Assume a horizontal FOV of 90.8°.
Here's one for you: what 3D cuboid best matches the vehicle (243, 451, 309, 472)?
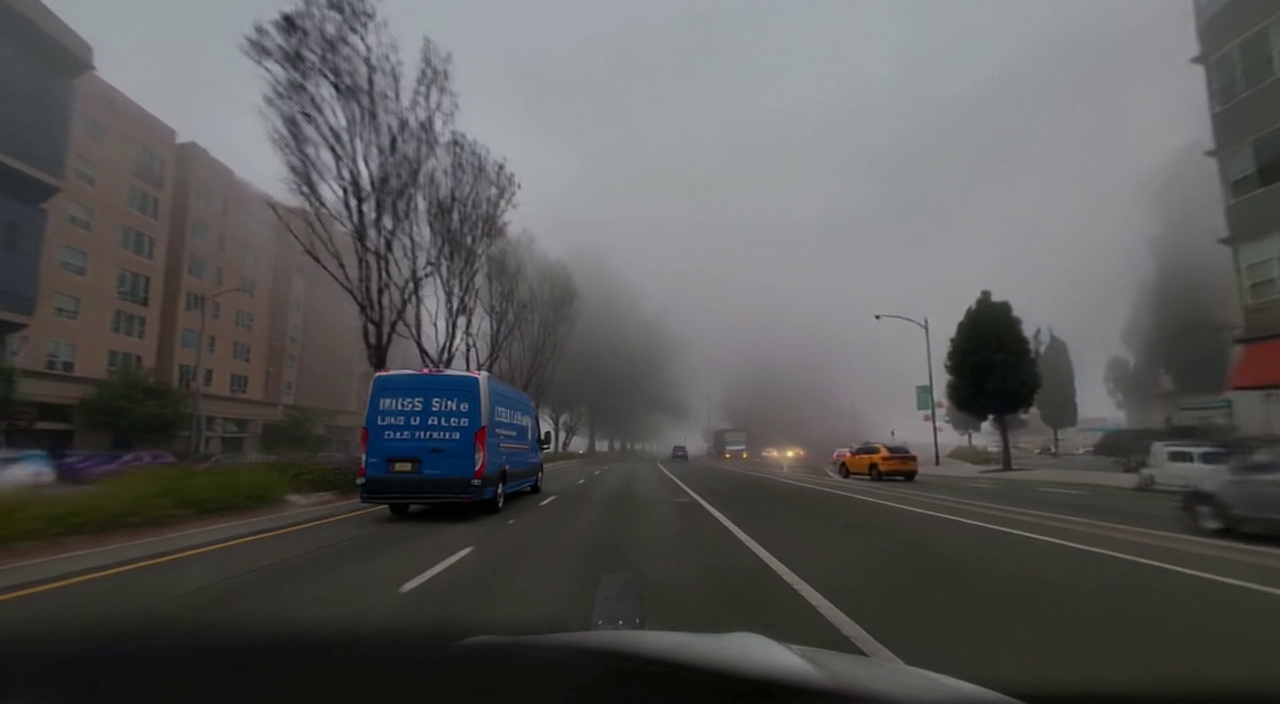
[{"bbox_3d":[-28.497,8.562,49.657,1.878,1.476,4.847,-1,-9,7],"label":"vehicle"}]

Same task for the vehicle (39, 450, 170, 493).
[{"bbox_3d":[-23.018,5.111,27.434,1.835,1.610,4.452,0,-8,-2],"label":"vehicle"}]

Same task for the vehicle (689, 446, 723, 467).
[{"bbox_3d":[5.012,8.018,48.693,2.127,1.439,5.034,0,-8,0],"label":"vehicle"}]

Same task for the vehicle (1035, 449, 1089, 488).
[{"bbox_3d":[16.241,4.422,24.346,1.519,1.364,3.372,-5,-10,33],"label":"vehicle"}]

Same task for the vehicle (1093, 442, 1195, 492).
[{"bbox_3d":[16.869,3.754,21.093,4.141,1.486,1.900,7,-11,-42],"label":"vehicle"}]

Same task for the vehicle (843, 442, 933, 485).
[{"bbox_3d":[9.202,4.160,23.801,1.850,1.477,3.520,0,-8,-2],"label":"vehicle"}]

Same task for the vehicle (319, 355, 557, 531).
[{"bbox_3d":[-3.924,2.061,14.549,2.763,2.974,7.562,0,-8,2],"label":"vehicle"}]

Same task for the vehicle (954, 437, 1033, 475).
[{"bbox_3d":[16.409,4.790,29.219,4.218,1.622,1.930,9,-12,-43],"label":"vehicle"}]

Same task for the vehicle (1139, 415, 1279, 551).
[{"bbox_3d":[9.122,1.690,8.153,1.766,1.725,4.221,0,-8,-2],"label":"vehicle"}]

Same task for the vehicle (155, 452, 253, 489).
[{"bbox_3d":[-23.029,6.247,33.610,1.869,1.724,4.505,0,-8,1],"label":"vehicle"}]

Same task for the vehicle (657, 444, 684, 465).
[{"bbox_3d":[2.325,7.864,48.533,1.878,1.534,4.120,0,-8,0],"label":"vehicle"}]
